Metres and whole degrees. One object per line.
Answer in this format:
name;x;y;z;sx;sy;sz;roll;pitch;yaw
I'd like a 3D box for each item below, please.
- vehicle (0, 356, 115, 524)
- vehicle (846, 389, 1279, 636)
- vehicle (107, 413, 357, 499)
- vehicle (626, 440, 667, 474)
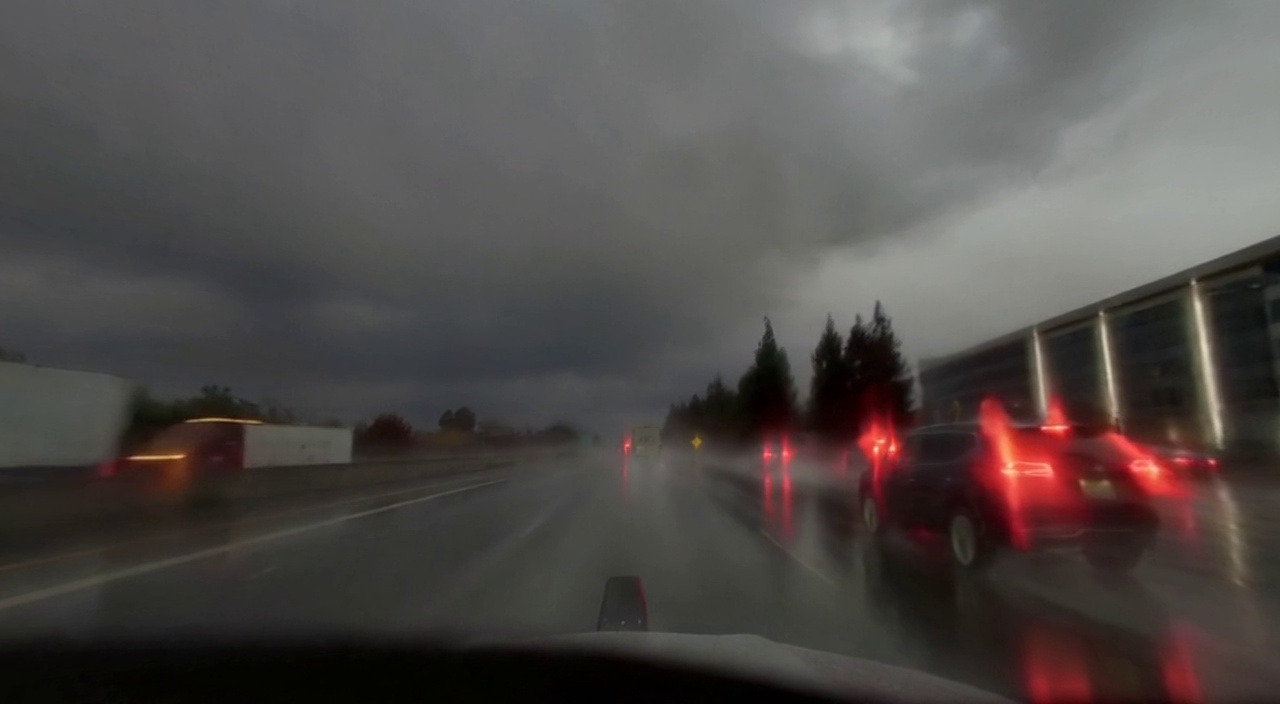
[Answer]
vehicle;-15.914;1.781;12.915;3.049;3.710;8.153;0;-9;1
vehicle;4.064;1.431;6.713;2.008;1.595;5.082;-1;-9;0
vehicle;-15.916;4.302;26.396;2.723;2.765;11.554;0;-9;0
vehicle;0.284;5.575;33.507;2.015;1.639;4.086;0;-9;-1
